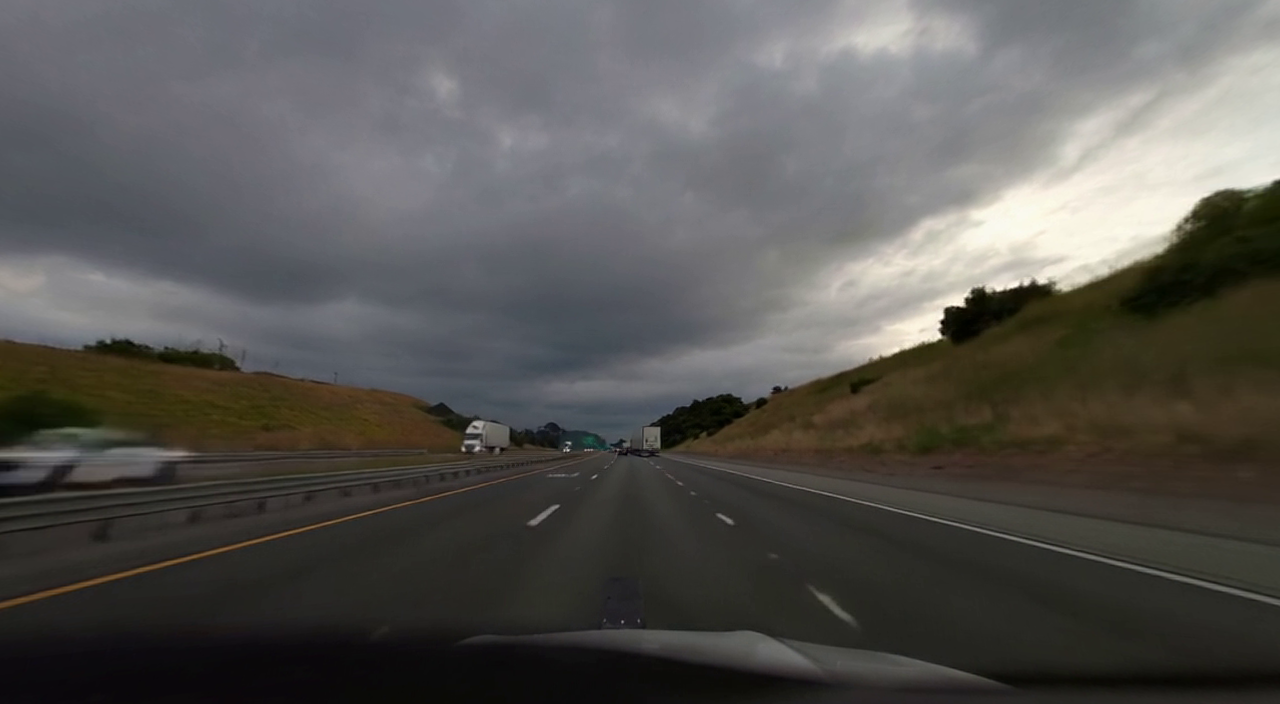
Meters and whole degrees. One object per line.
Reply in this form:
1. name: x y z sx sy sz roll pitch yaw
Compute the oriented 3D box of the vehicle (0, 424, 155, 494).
1. vehicle: -14.941 2.645 15.741 2.138 1.490 4.344 0 -9 0
